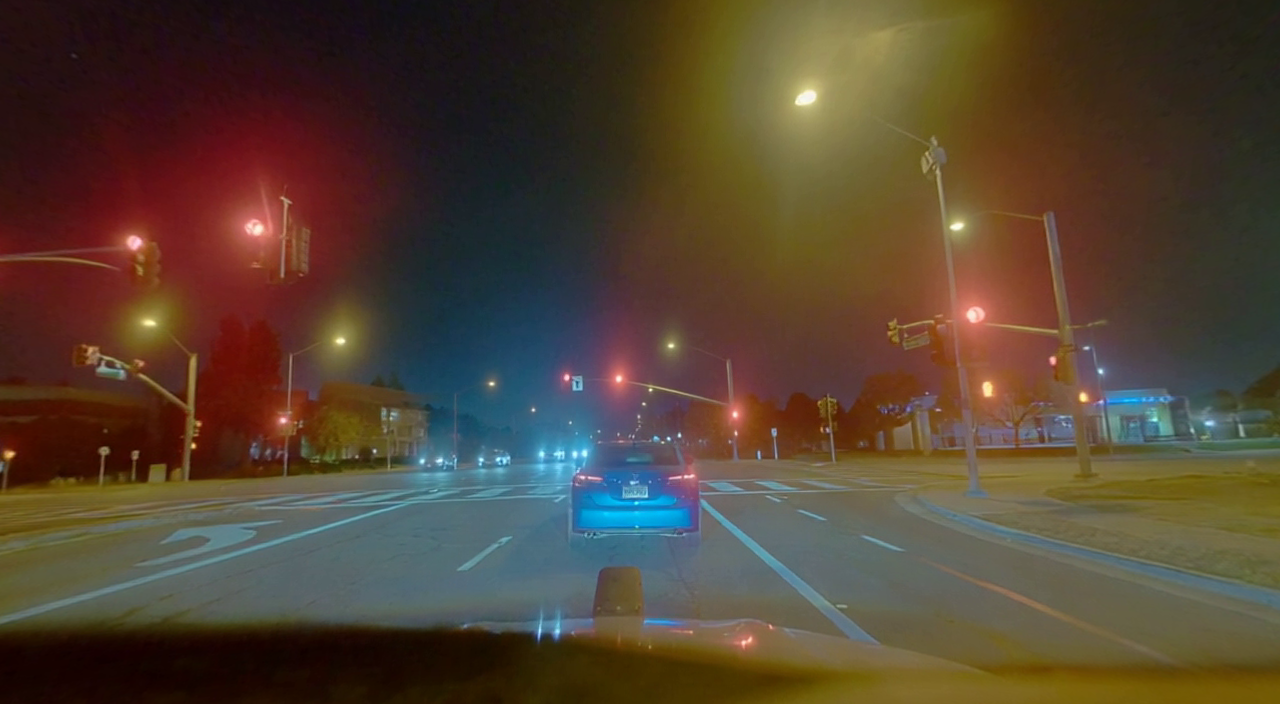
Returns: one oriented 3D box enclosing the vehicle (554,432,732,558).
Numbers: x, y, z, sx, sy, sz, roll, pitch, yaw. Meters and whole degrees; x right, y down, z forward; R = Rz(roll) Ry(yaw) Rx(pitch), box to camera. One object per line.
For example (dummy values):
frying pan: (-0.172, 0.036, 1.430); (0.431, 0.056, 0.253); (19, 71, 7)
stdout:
vehicle: (0.005, 1.999, 9.523); (2.107, 1.470, 3.974); (0, -9, -1)
